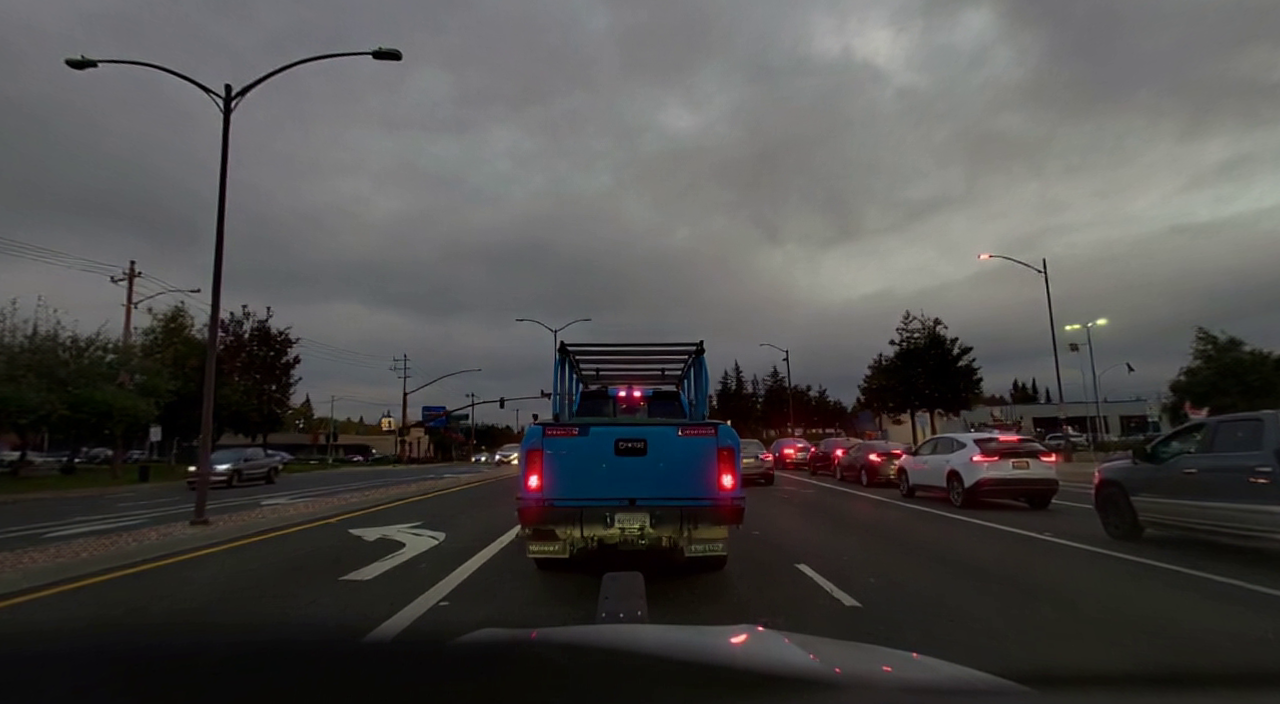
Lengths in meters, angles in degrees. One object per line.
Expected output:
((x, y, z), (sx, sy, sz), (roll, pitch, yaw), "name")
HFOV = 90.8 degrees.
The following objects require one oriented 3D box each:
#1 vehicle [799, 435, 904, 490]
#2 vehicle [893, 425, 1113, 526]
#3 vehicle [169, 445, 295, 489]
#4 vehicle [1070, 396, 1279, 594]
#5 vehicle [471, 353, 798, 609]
((7.066, 3.739, 21.620), (1.953, 1.665, 4.327), (0, -9, -2), "vehicle")
((7.069, 2.434, 12.965), (1.931, 1.692, 4.267), (0, -9, 0), "vehicle")
((-19.459, 5.483, 30.582), (2.205, 1.916, 5.771), (0, -9, 0), "vehicle")
((6.818, 1.362, 6.169), (2.023, 1.771, 4.488), (0, -9, 0), "vehicle")
((-0.098, 1.478, 8.158), (2.682, 2.117, 5.706), (0, -9, -1), "vehicle")
